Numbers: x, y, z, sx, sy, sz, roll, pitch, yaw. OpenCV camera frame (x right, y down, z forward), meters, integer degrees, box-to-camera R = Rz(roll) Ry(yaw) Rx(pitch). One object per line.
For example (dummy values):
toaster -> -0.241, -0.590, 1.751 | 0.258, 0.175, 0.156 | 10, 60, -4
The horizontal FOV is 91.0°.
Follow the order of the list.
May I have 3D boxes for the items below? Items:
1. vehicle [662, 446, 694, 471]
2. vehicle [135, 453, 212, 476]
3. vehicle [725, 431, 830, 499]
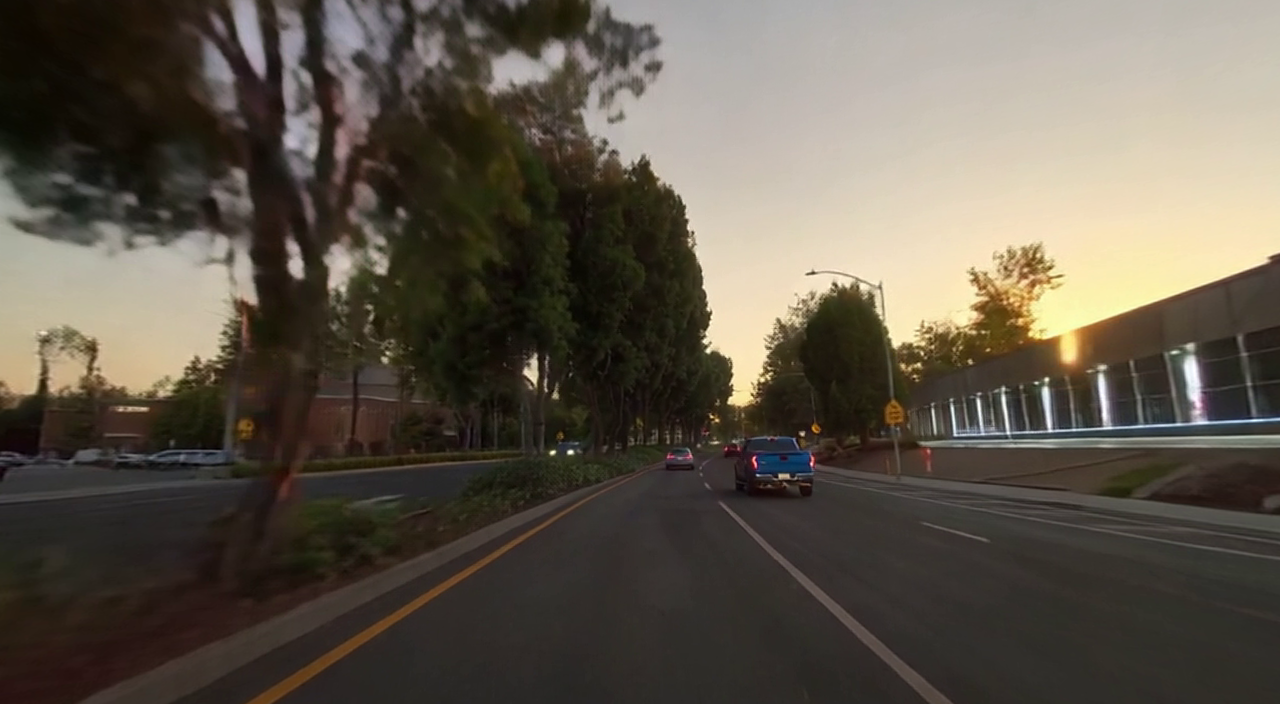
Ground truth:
vehicle -> 2.550, 7.002, 41.658 | 1.968, 1.521, 4.262 | 0, -9, 5
vehicle -> -32.188, 7.744, 43.476 | 3.963, 1.494, 1.802 | -1, -9, 7
vehicle -> 4.341, 3.675, 20.946 | 2.367, 1.919, 5.651 | 0, -9, 2
